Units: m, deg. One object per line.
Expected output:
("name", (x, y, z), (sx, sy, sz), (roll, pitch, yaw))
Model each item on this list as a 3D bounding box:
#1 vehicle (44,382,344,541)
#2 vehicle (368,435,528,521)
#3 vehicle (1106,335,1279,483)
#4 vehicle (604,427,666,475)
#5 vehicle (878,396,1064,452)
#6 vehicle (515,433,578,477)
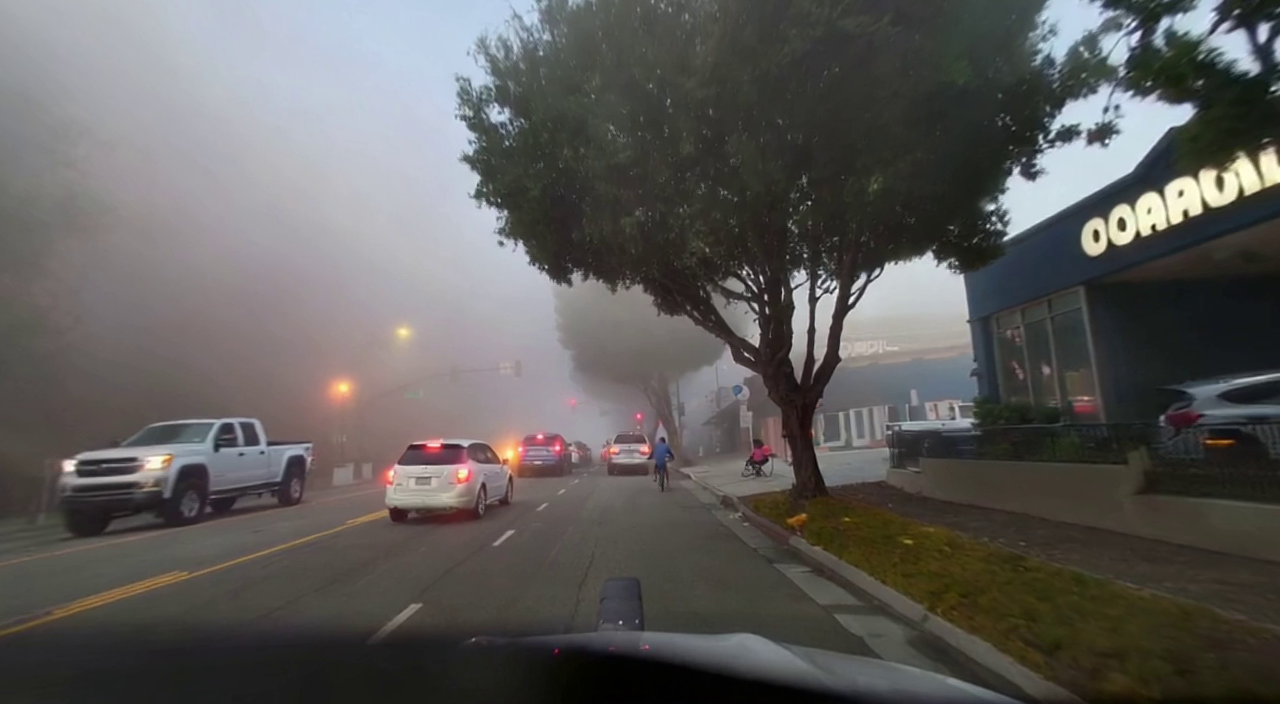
("vehicle", (-13.167, 3.342, 20.022), (3.062, 3.442, 8.771), (-9, -9, 0))
("vehicle", (-3.712, 2.511, 13.118), (2.064, 1.486, 4.140), (0, -9, -1))
("vehicle", (8.892, 0.777, 7.891), (4.853, 1.528, 2.039), (1, -9, -10))
("vehicle", (-0.282, 4.321, 27.632), (2.426, 1.882, 5.027), (0, -9, -2))
("vehicle", (9.095, 2.032, 17.500), (4.159, 1.416, 2.049), (2, -9, -14))
("vehicle", (-3.937, 4.419, 27.275), (2.046, 1.750, 4.452), (0, -9, 0))
